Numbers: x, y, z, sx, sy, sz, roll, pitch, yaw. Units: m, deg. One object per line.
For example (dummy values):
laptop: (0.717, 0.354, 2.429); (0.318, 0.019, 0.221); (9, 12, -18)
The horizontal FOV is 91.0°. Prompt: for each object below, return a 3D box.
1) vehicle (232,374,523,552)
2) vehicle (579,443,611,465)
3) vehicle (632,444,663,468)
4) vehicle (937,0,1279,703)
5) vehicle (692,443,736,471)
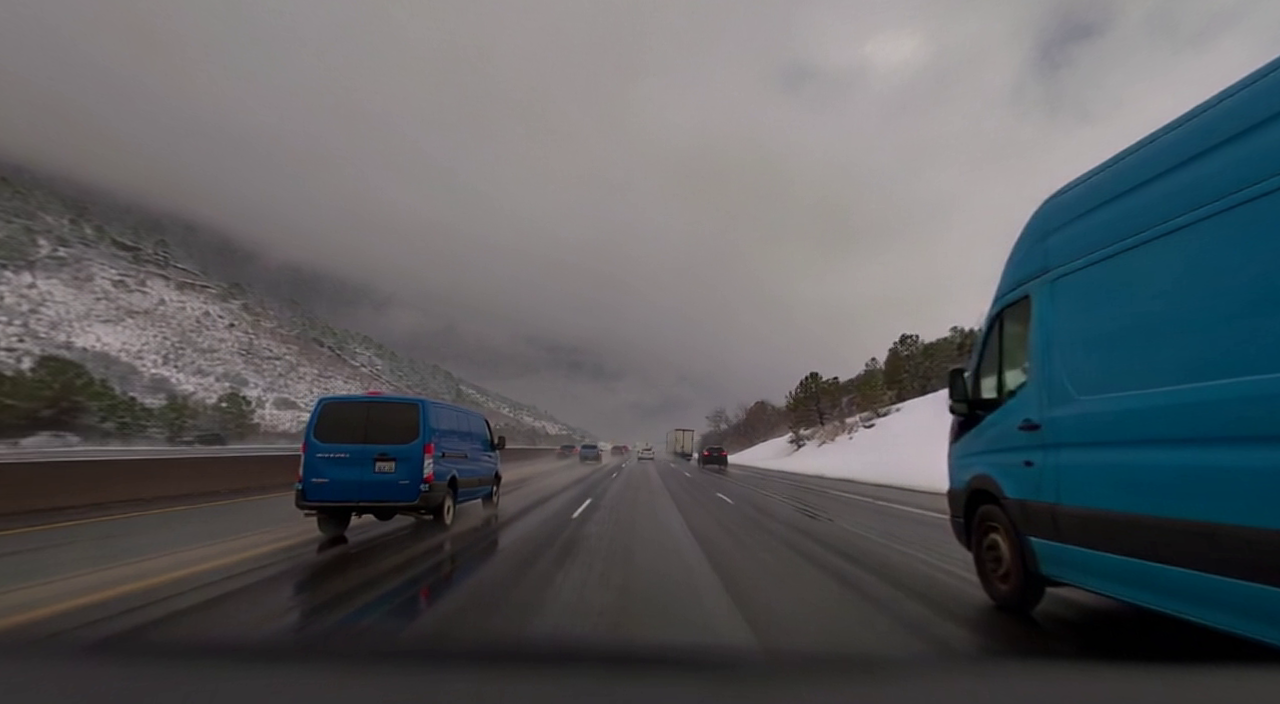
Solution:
vehicle: (-3.789, 1.816, 10.768); (2.421, 2.203, 5.775); (0, -9, 0)
vehicle: (-3.389, 7.811, 48.480); (2.138, 1.581, 4.340); (0, -9, 0)
vehicle: (0.491, 7.001, 42.613); (2.014, 1.543, 3.804); (0, -9, 0)
vehicle: (4.236, 0.000, 2.395); (2.764, 3.260, 7.019); (0, -9, 1)
vehicle: (4.380, 6.279, 37.877); (2.051, 1.598, 4.145); (0, -9, -1)
